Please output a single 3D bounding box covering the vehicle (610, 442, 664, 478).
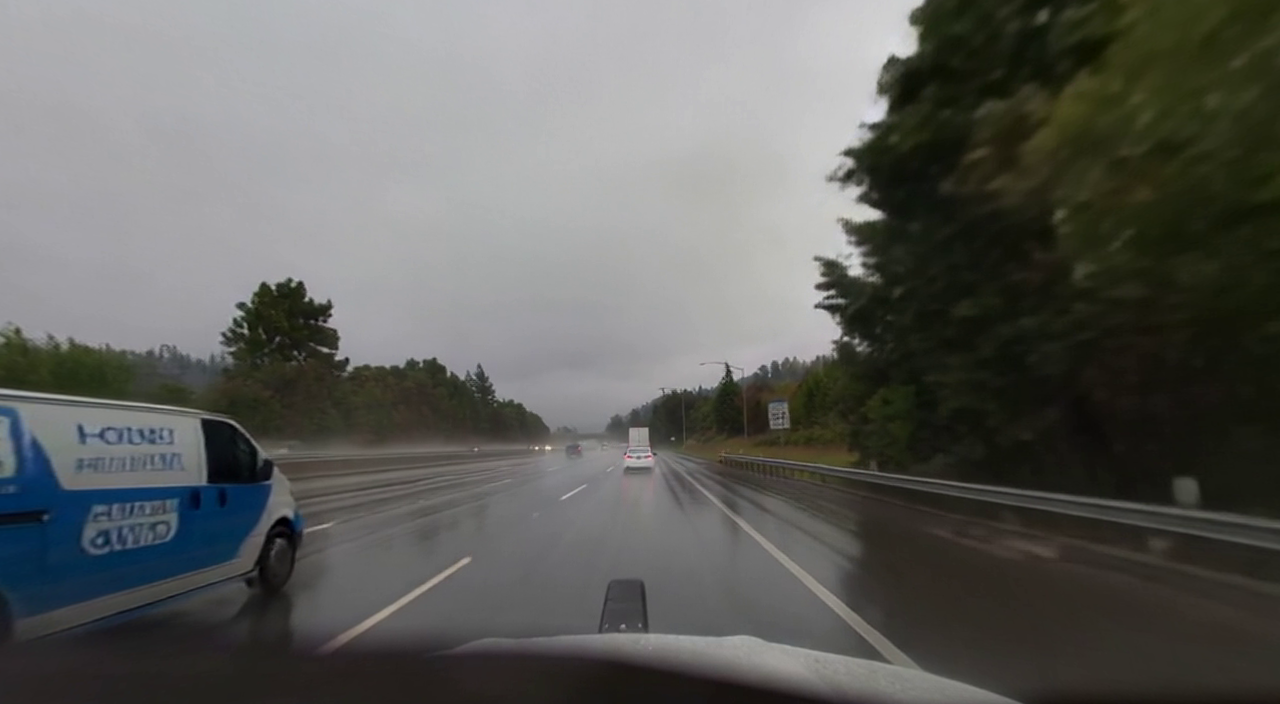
[{"bbox_3d":[-0.096,4.789,28.143,2.238,1.479,3.672,0,-9,1],"label":"vehicle"}]

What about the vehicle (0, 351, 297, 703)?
[{"bbox_3d":[-4.475,0.972,3.567,2.174,1.862,5.012,0,-9,1],"label":"vehicle"}]
